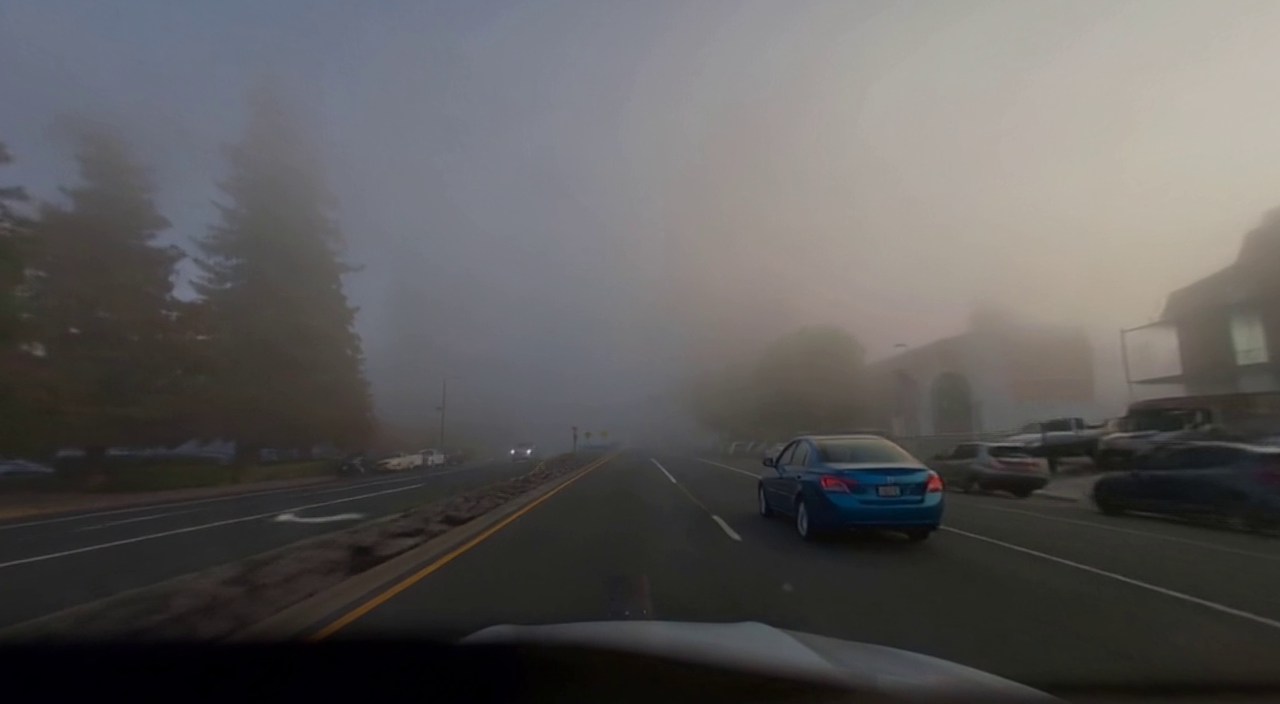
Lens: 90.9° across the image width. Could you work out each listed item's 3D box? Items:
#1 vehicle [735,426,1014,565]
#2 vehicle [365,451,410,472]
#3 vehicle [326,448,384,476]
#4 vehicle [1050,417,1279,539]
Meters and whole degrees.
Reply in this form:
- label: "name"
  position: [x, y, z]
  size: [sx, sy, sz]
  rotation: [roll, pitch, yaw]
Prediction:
- label: "vehicle"
  position: [2.811, 1.837, 8.929]
  size: [2.141, 1.443, 4.499]
  rotation: [0, -8, -1]
- label: "vehicle"
  position: [-19.262, 8.362, 48.248]
  size: [1.736, 1.502, 4.259]
  rotation: [0, -8, -1]
- label: "vehicle"
  position: [-19.274, 7.425, 42.807]
  size: [1.888, 1.751, 4.526]
  rotation: [0, -8, -1]
- label: "vehicle"
  position: [9.258, 2.004, 10.617]
  size: [1.889, 1.629, 4.072]
  rotation: [0, -8, 0]
